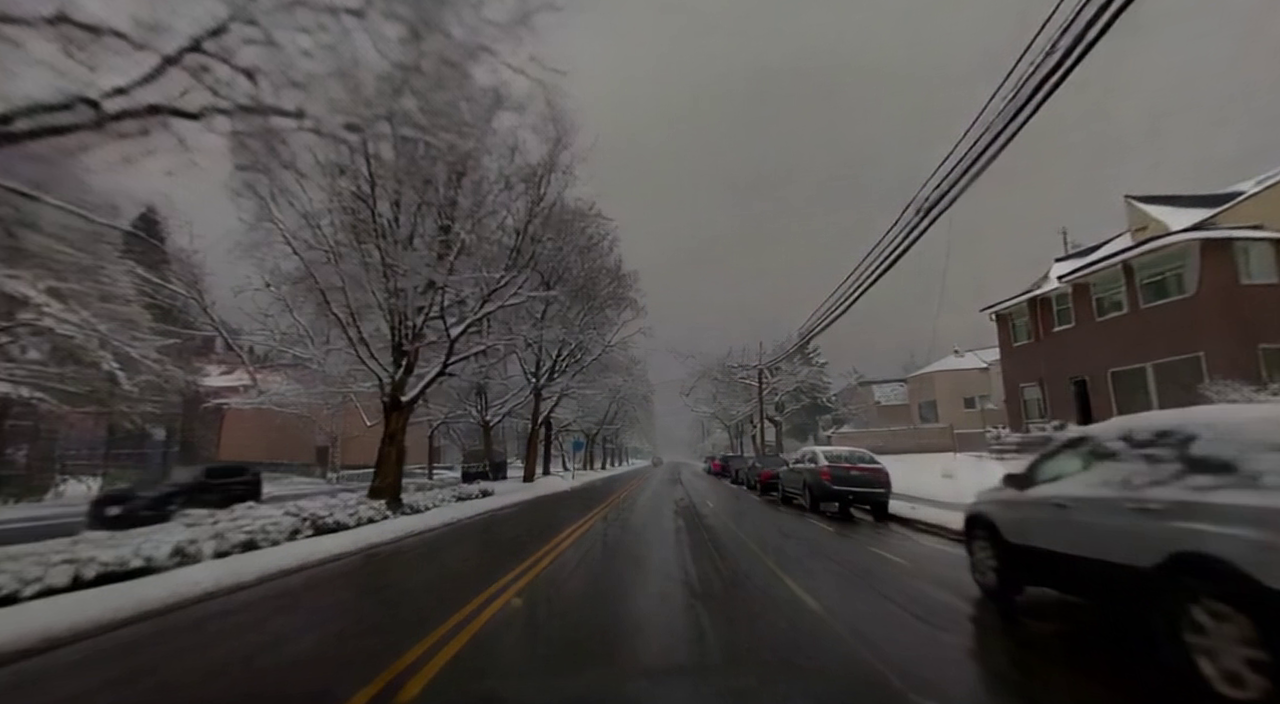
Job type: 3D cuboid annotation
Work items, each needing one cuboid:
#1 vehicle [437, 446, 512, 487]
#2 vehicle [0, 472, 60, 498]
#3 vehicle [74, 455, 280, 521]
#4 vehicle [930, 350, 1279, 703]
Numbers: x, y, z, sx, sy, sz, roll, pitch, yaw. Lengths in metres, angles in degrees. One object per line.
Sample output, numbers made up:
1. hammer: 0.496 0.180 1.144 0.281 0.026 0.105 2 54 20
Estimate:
1. vehicle: -7.606 5.312 29.610 2.331 1.696 4.861 0 -8 -2
2. vehicle: -43.058 9.172 43.648 4.398 1.639 1.919 -2 -8 11
3. vehicle: -12.450 3.650 17.478 1.999 1.467 4.618 -1 -8 4
4. vehicle: 3.861 1.023 3.590 2.166 1.798 5.256 -1 -8 3
